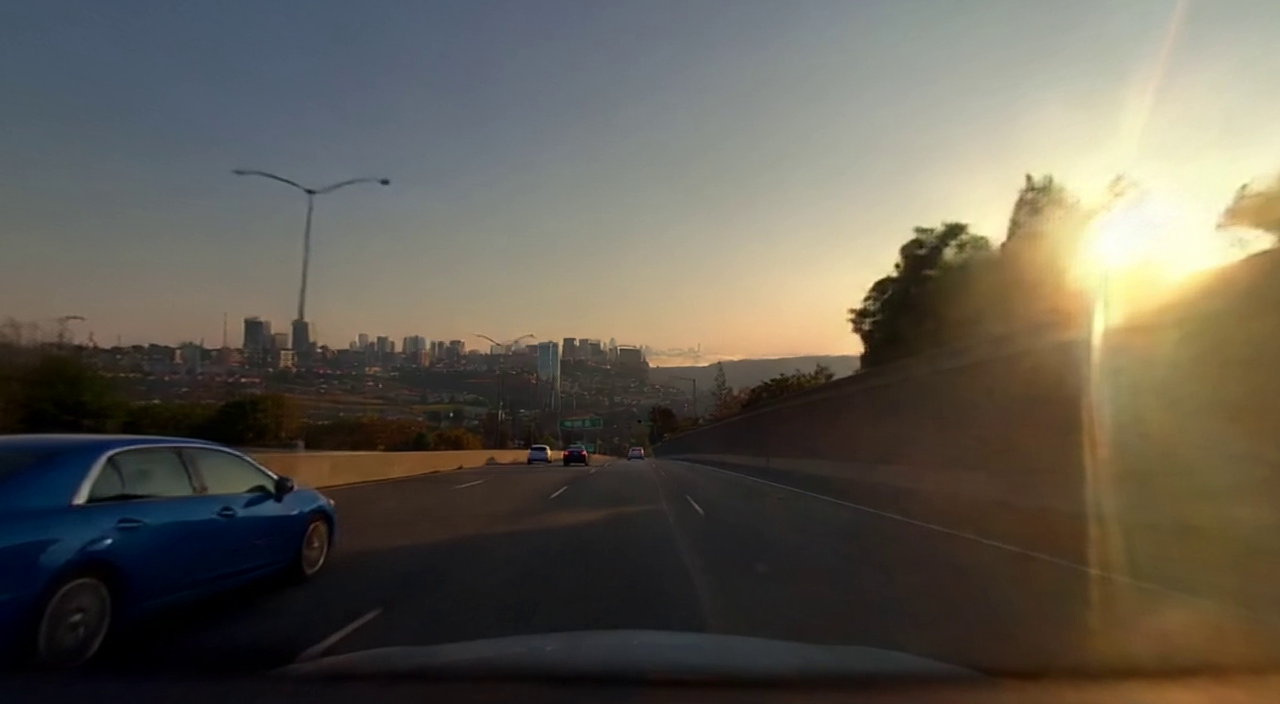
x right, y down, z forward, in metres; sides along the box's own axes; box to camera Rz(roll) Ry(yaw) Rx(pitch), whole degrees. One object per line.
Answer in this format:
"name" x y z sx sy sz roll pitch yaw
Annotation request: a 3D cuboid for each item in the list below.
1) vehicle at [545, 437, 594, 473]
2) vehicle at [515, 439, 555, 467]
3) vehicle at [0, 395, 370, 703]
"vehicle" -3.569 5.343 32.900 2.075 1.702 4.257 0 -9 0
"vehicle" -7.391 7.172 44.986 2.040 1.824 4.917 0 -9 -1
"vehicle" -3.803 1.133 4.038 2.114 1.480 4.473 0 -9 1
